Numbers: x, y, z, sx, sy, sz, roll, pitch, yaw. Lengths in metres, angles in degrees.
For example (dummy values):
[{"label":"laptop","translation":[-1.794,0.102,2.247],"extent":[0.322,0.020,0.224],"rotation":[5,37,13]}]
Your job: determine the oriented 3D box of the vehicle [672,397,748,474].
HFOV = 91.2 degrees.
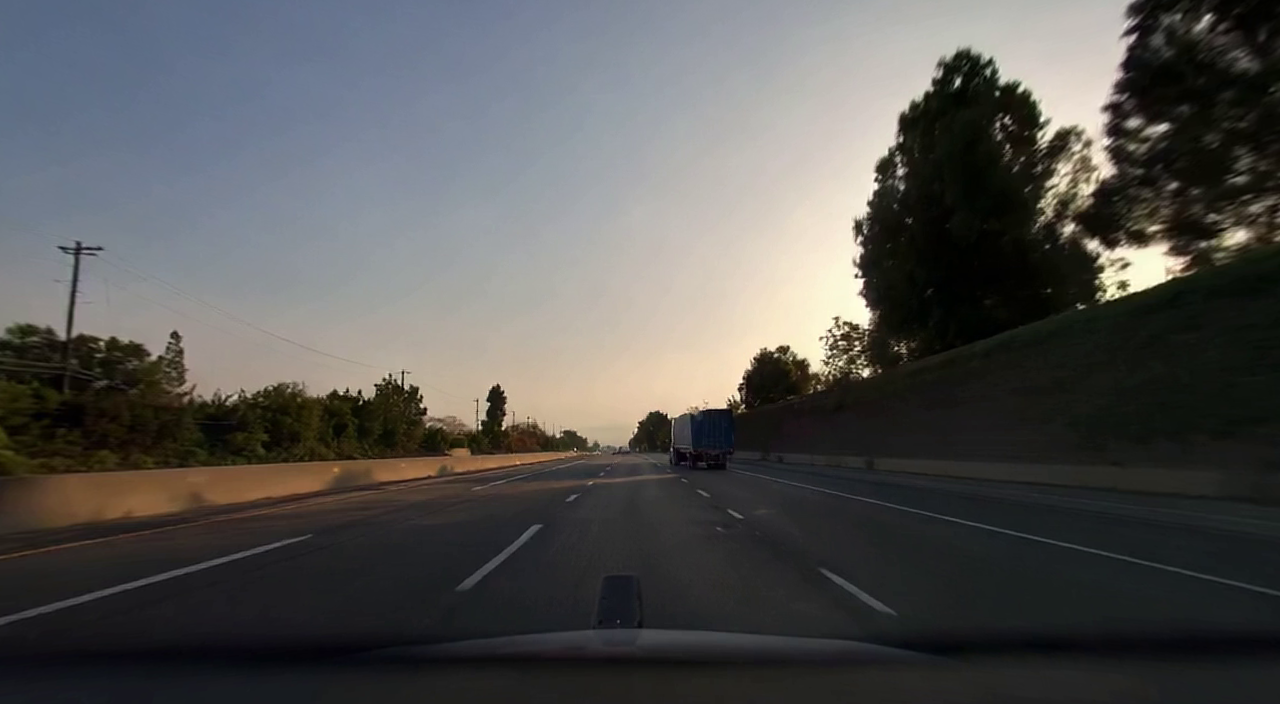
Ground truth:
[{"label":"vehicle","translation":[3.927,5.368,39.187],"extent":[2.922,3.905,14.151],"rotation":[0,-9,-1]}]
